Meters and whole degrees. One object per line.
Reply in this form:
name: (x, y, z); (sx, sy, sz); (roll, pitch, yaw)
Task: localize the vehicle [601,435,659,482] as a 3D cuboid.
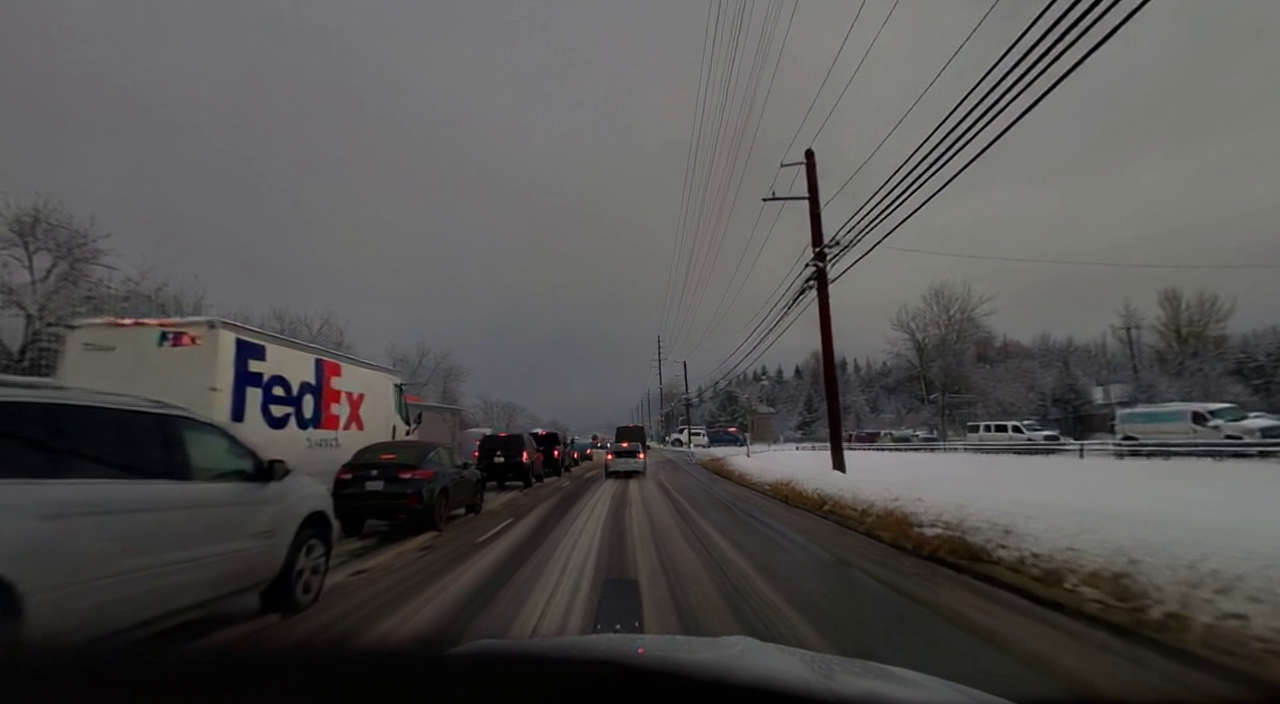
vehicle: (-0.405, 4.111, 24.517); (2.055, 1.671, 4.147); (0, -9, -1)

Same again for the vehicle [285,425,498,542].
vehicle: (-4.029, 2.196, 11.169); (2.014, 1.637, 4.382); (0, -9, -1)

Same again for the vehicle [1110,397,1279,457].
vehicle: (32.691, 4.384, 36.437); (8.848, 3.271, 2.774); (0, -9, -5)

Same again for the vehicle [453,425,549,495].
vehicle: (-4.064, 3.244, 19.262); (1.956, 1.865, 4.624); (0, -9, -1)

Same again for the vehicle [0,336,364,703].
vehicle: (-3.827, 0.981, 3.557); (2.263, 1.803, 4.868); (0, -9, 0)
